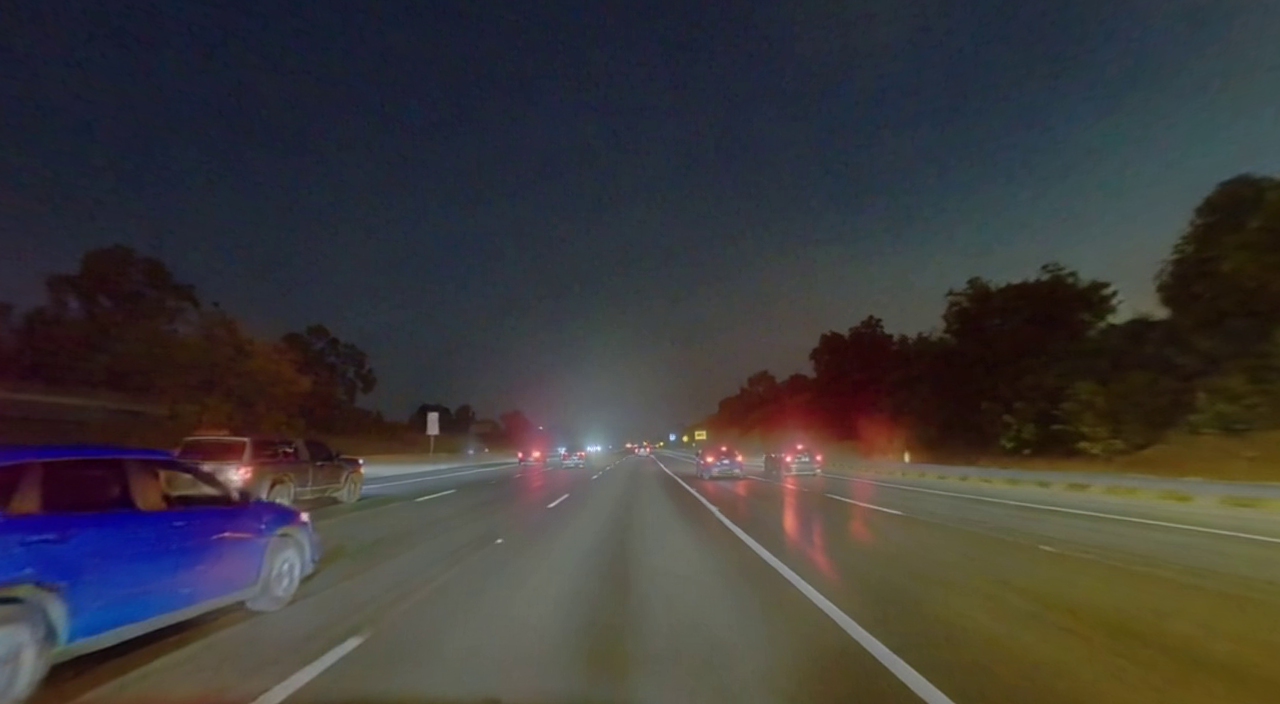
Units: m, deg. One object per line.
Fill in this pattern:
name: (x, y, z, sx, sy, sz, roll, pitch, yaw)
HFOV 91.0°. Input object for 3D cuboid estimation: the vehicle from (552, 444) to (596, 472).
vehicle: (-3.746, 6.065, 36.280, 2.071, 1.478, 4.130, 0, -9, 0)

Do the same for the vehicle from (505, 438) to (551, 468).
vehicle: (-7.051, 6.430, 40.099, 2.111, 1.811, 4.391, 0, -9, 0)

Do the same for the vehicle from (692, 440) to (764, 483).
vehicle: (3.337, 4.262, 24.775, 2.141, 1.507, 4.510, 0, -9, -1)

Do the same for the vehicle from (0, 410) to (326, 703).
vehicle: (-4.049, 1.166, 3.828, 1.988, 1.506, 4.416, 0, -9, 0)
